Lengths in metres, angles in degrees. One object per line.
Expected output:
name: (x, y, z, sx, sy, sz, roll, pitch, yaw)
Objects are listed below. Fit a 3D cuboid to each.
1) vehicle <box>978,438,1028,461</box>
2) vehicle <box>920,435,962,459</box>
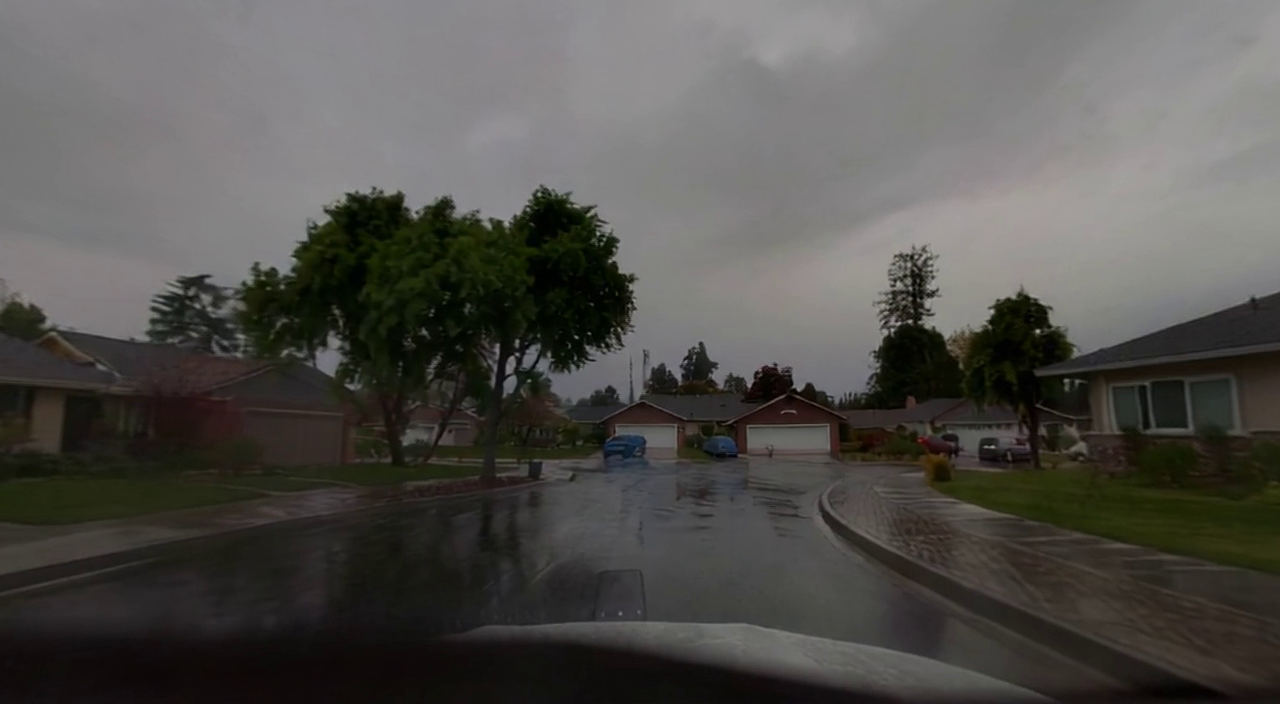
vehicle: (26.068, 7.033, 45.533, 1.873, 1.556, 4.216, -2, -9, 12)
vehicle: (22.550, 7.154, 47.514, 1.937, 1.731, 4.179, -2, -9, 13)
